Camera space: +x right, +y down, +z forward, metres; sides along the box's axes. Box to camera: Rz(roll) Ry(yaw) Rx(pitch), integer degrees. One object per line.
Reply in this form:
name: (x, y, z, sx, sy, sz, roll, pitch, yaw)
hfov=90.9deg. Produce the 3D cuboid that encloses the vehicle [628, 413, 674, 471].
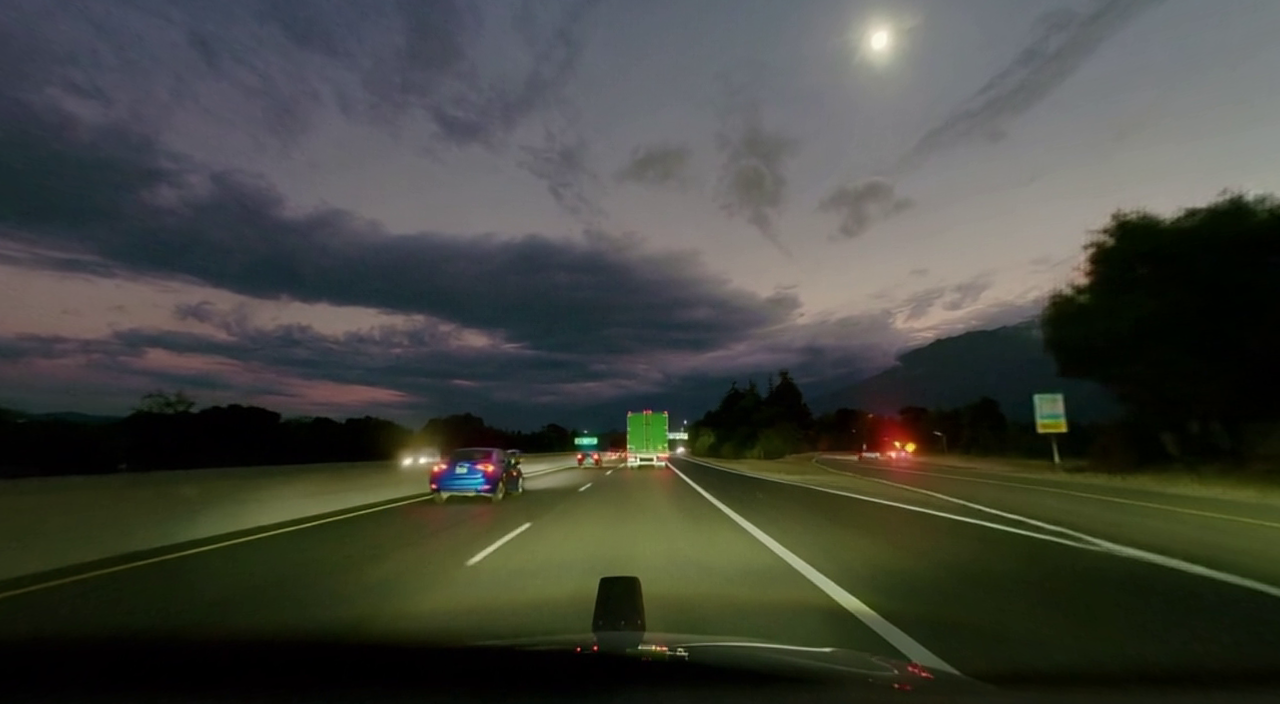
vehicle: (0.720, 6.349, 44.080, 2.893, 3.628, 9.081, 0, -9, 1)

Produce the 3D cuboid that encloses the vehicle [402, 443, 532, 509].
vehicle: (-4.237, 3.107, 16.281, 2.010, 1.461, 4.391, 0, -9, 1)

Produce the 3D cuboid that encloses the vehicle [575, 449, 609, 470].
vehicle: (-3.374, 7.632, 45.020, 1.981, 1.435, 4.199, 0, -9, 2)
